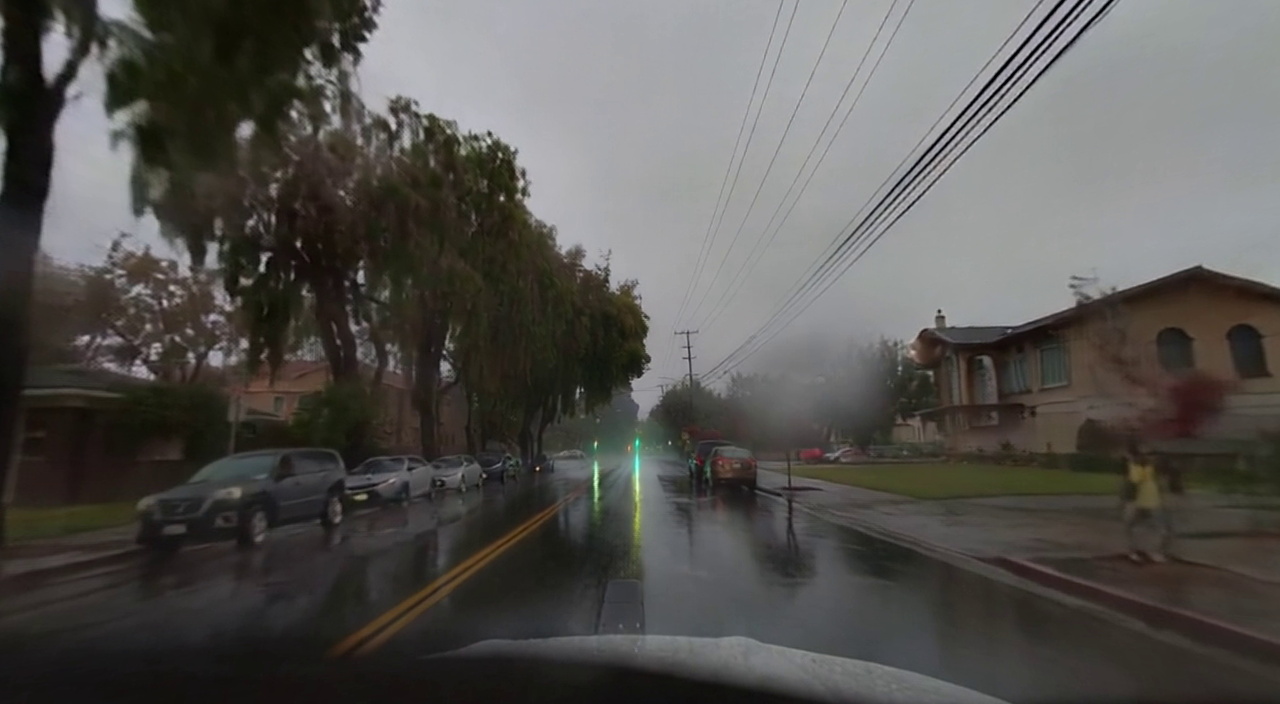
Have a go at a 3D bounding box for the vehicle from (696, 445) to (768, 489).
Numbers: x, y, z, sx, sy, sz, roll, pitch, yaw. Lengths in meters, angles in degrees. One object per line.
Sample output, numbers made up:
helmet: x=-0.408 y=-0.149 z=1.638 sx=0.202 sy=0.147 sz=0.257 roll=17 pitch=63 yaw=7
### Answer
vehicle: x=3.289 y=4.215 z=23.446 sx=1.869 sy=1.453 sz=4.237 roll=0 pitch=-9 yaw=-2

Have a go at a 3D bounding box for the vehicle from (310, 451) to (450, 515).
vehicle: x=-6.839 y=3.464 z=17.244 sx=1.860 sy=1.469 sz=4.573 roll=0 pitch=-9 yaw=0

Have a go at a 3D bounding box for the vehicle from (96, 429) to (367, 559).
vehicle: x=-6.750 y=2.350 z=11.200 sx=1.963 sy=1.820 sz=4.297 roll=0 pitch=-9 yaw=-2

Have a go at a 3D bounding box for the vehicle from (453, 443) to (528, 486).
vehicle: x=-6.807 y=5.166 z=29.442 sx=2.151 sy=1.789 sz=5.482 roll=0 pitch=-9 yaw=0

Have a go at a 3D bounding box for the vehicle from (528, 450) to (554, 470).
vehicle: x=-7.669 y=8.401 z=49.208 sx=1.902 sy=1.456 sz=4.451 roll=1 pitch=-9 yaw=-7

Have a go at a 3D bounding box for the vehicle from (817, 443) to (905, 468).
vehicle: x=16.072 y=7.528 z=46.221 sx=5.662 sy=1.761 sz=2.050 roll=0 pitch=-9 yaw=0
